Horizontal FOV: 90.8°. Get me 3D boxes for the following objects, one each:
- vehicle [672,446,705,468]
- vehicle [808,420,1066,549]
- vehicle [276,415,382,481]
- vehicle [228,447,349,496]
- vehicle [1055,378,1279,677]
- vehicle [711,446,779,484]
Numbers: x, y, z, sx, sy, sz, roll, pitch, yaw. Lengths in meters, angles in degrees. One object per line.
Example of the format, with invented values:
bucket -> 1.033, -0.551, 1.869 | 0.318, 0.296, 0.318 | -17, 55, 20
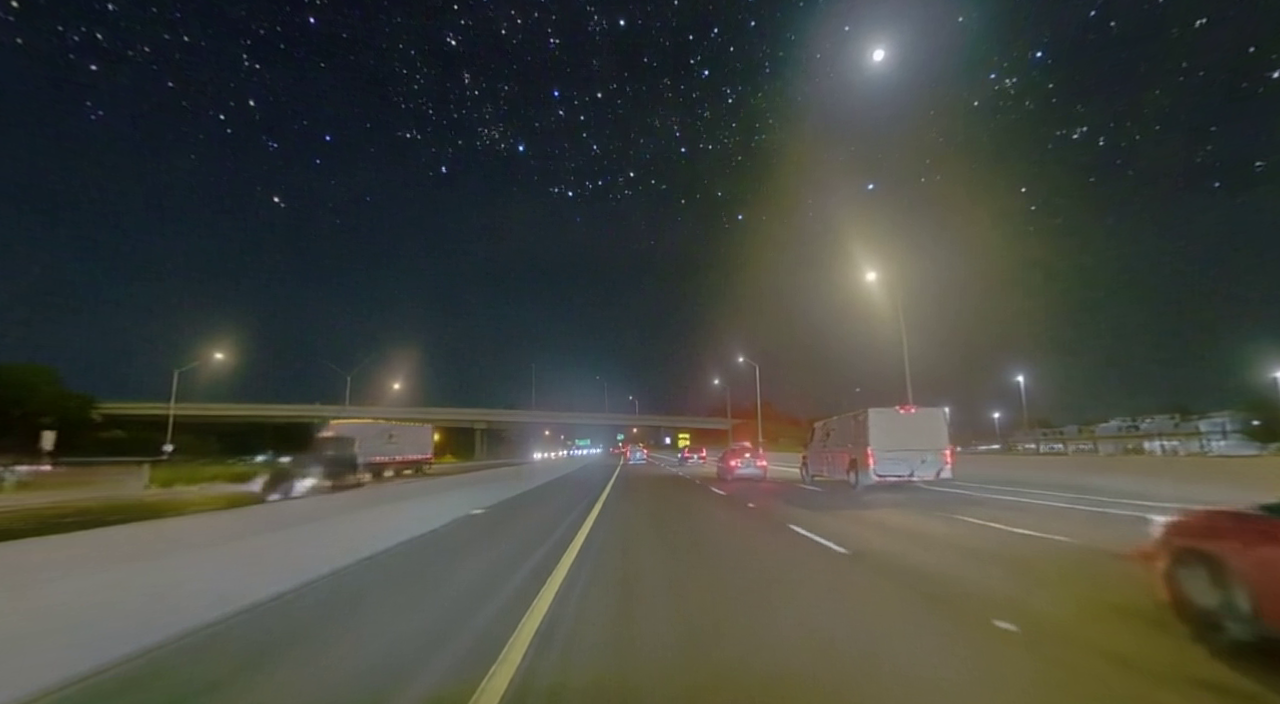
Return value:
vehicle -> 3.673, 8.032, 48.406 | 2.005, 1.585, 4.863 | 0, -9, -2
vehicle -> 4.639, 2.129, 10.876 | 2.092, 1.710, 4.587 | 0, -9, -1
vehicle -> -20.774, 6.518, 42.982 | 3.051, 3.996, 8.261 | 0, -9, -1
vehicle -> -12.942, 4.389, 23.639 | 1.971, 1.612, 4.481 | 0, -9, -1
vehicle -> 4.730, 0.943, 3.214 | 2.084, 1.698, 4.489 | 0, -9, -1
vehicle -> 4.281, 4.682, 26.513 | 1.971, 1.453, 4.414 | 0, -9, -2
